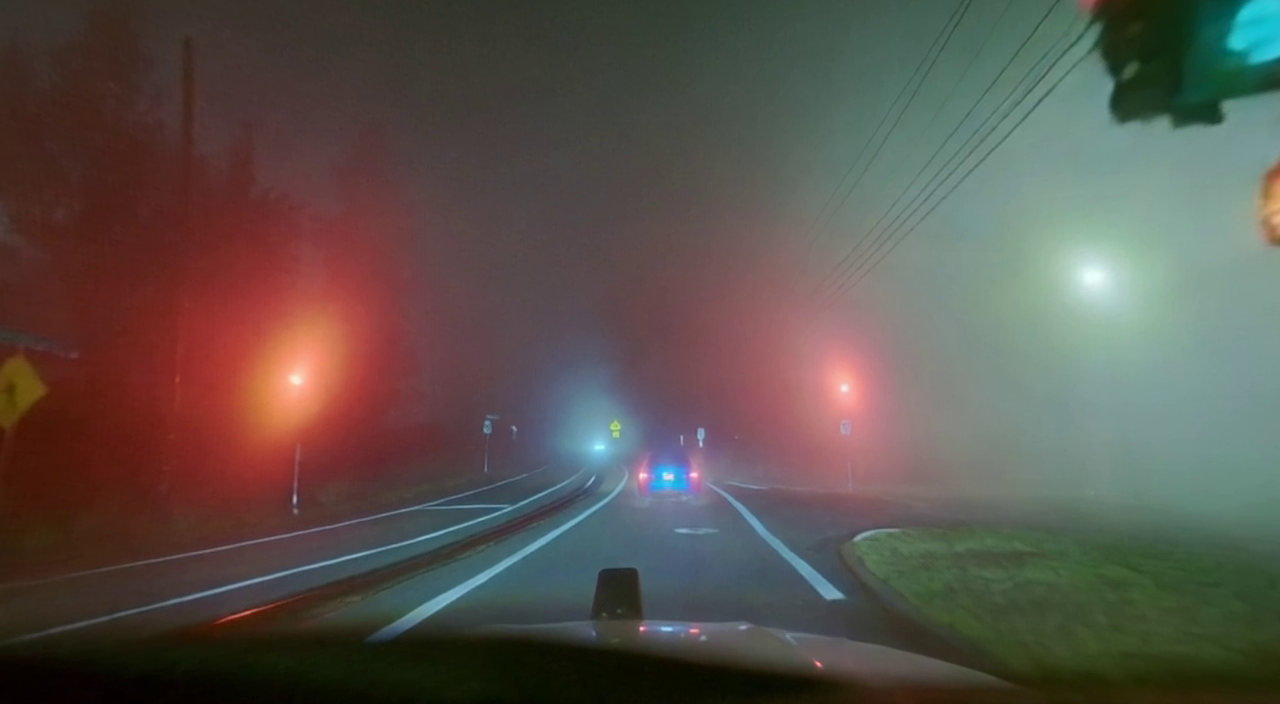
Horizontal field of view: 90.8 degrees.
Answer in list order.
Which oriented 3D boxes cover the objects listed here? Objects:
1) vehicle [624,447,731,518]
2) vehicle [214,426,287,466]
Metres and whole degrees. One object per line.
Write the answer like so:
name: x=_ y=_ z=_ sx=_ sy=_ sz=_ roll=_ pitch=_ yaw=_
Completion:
vehicle: x=0.827 y=3.144 z=15.833 sx=2.295 sy=1.510 sz=4.364 roll=0 pitch=-9 yaw=1
vehicle: x=-29.707 y=7.230 z=48.558 sx=2.983 sy=2.816 sz=7.042 roll=3 pitch=-9 yaw=-17
